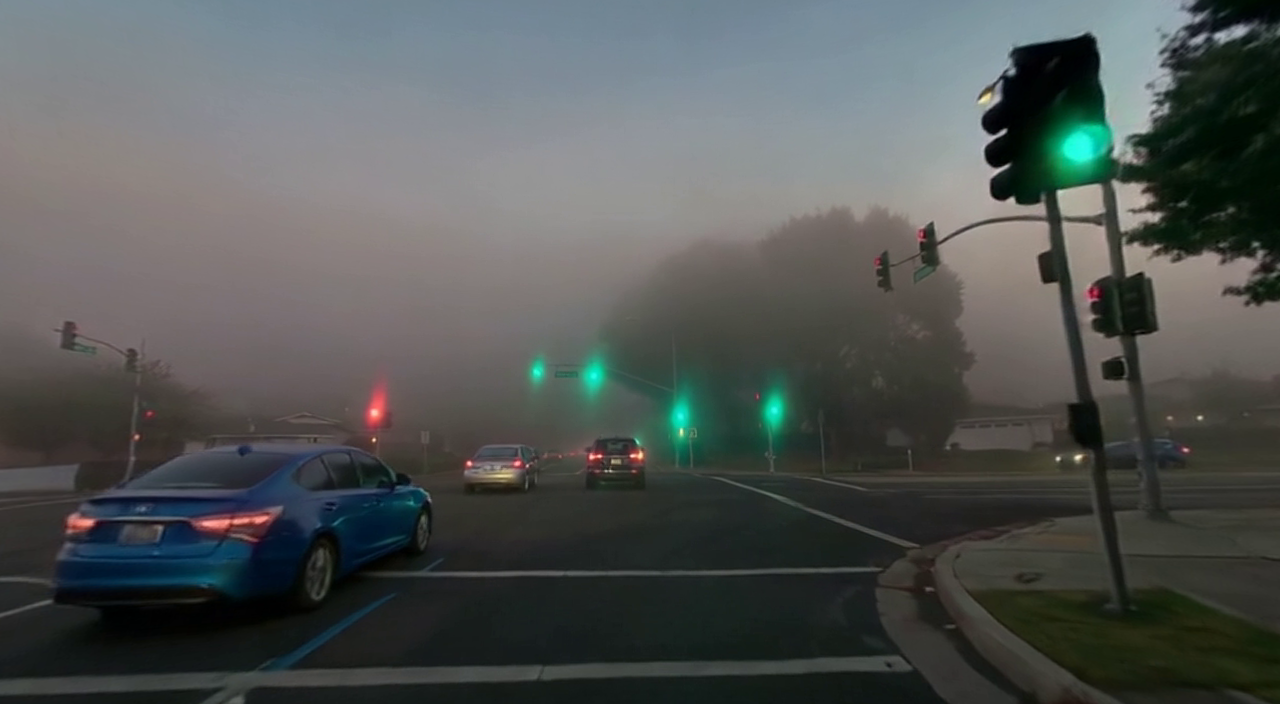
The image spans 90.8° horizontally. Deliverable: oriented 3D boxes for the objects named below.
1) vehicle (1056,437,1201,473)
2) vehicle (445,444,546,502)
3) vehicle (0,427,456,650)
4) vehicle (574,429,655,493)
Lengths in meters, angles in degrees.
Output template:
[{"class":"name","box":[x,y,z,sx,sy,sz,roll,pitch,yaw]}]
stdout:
[{"class":"vehicle","box":[20.512,4.352,26.751,4.353,1.431,1.876,-2,-9,12]},{"class":"vehicle","box":[-4.019,3.416,18.352,1.934,1.459,4.368,0,-8,-1]},{"class":"vehicle","box":[-3.650,1.620,6.716,1.977,1.488,4.741,0,-8,0]},{"class":"vehicle","box":[-0.847,3.585,21.118,2.396,1.881,4.606,0,-8,-2]}]
